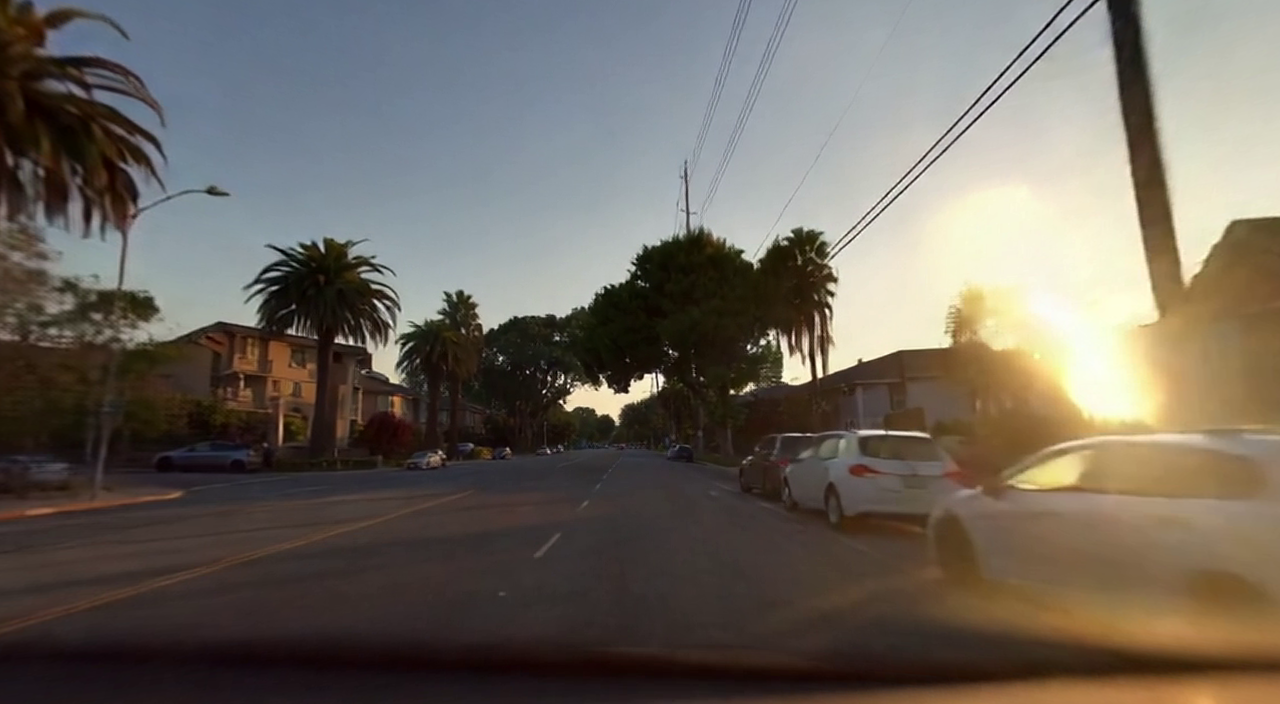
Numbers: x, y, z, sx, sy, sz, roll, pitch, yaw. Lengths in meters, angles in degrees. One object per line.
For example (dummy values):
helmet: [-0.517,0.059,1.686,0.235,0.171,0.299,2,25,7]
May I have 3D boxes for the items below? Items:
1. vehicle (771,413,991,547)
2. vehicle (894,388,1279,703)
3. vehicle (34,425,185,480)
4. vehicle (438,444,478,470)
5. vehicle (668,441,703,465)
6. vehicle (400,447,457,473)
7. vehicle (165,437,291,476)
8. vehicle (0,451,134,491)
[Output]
vehicle: [3.757,2.099,10.957,1.912,1.790,4.715,0,-9,0]
vehicle: [3.770,1.210,4.318,1.878,1.625,4.826,0,-9,-2]
vehicle: [-29.334,5.563,35.096,6.108,2.900,2.298,0,-9,1]
vehicle: [-13.745,7.929,47.901,1.844,1.764,4.183,-1,-7,0]
vehicle: [3.346,7.580,47.574,2.221,1.718,5.192,0,-9,0]
vehicle: [-13.759,7.010,41.297,2.131,1.492,4.310,-1,-7,2]
vehicle: [-22.767,5.786,35.074,5.386,2.043,2.124,0,-9,-1]
vehicle: [-23.587,4.705,25.193,4.946,1.518,2.115,0,-9,1]
